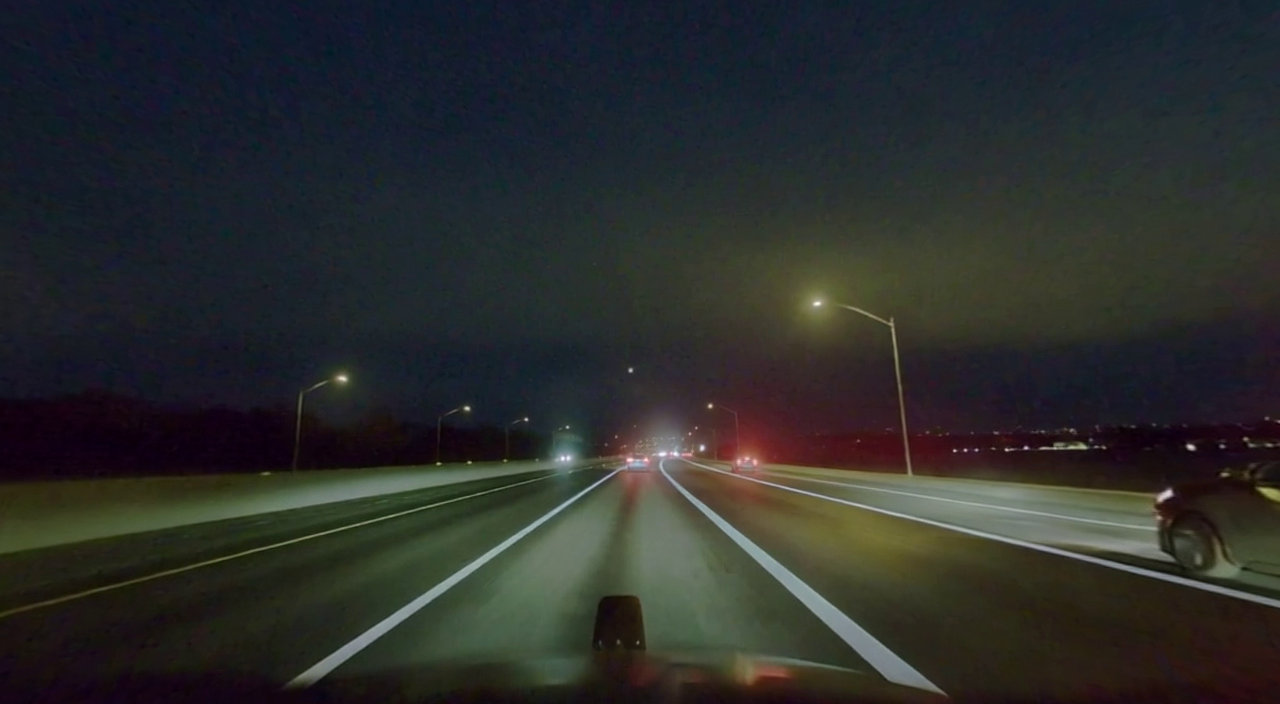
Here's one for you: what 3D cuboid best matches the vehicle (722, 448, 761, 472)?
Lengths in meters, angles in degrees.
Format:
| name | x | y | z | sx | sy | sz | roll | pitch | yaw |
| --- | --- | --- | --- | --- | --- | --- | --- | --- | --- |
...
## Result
| name | x | y | z | sx | sy | sz | roll | pitch | yaw |
| --- | --- | --- | --- | --- | --- | --- | --- | --- | --- |
| vehicle | 6.718 | 7.182 | 41.838 | 1.941 | 1.485 | 3.701 | 0 | -9 | -1 |

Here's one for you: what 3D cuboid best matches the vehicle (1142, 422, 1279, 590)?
| name | x | y | z | sx | sy | sz | roll | pitch | yaw |
| --- | --- | --- | --- | --- | --- | --- | --- | --- | --- |
| vehicle | 6.924 | 1.293 | 4.993 | 2.008 | 1.533 | 4.592 | 0 | -9 | 0 |

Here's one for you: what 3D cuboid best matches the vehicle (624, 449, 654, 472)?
| name | x | y | z | sx | sy | sz | roll | pitch | yaw |
| --- | --- | --- | --- | --- | --- | --- | --- | --- | --- |
| vehicle | -0.054 | 7.706 | 44.791 | 2.025 | 1.526 | 4.181 | 0 | -9 | 0 |
